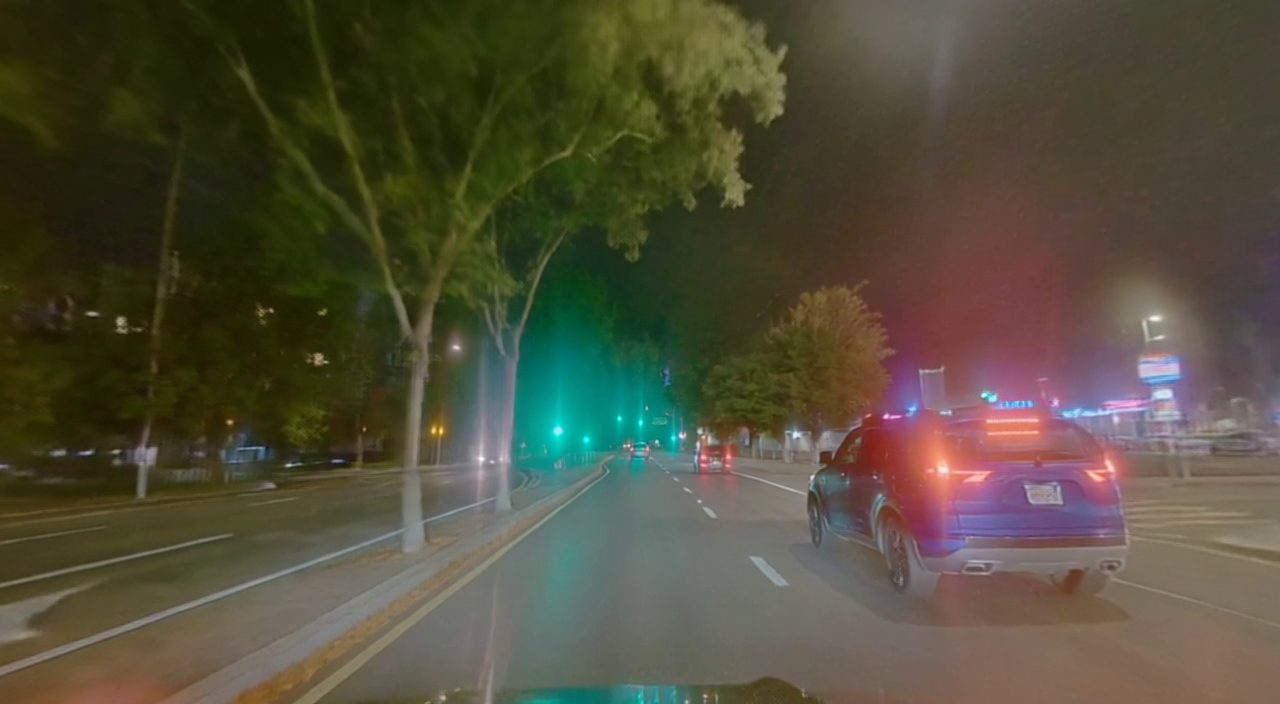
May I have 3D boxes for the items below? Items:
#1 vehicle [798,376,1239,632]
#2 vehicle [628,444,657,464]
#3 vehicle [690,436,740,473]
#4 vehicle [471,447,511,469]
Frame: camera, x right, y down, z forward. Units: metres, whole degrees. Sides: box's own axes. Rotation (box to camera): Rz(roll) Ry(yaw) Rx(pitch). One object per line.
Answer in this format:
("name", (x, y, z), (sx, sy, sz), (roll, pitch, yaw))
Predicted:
("vehicle", (3.321, 1.427, 6.848), (2.033, 1.865, 4.360), (0, -8, 0))
("vehicle", (0.200, 7.794, 48.386), (2.131, 1.474, 4.146), (0, -8, 0))
("vehicle", (3.903, 5.453, 33.710), (2.085, 1.828, 5.383), (0, -8, 1))
("vehicle", (-10.700, 7.653, 45.486), (1.932, 1.483, 4.246), (0, -8, -2))
